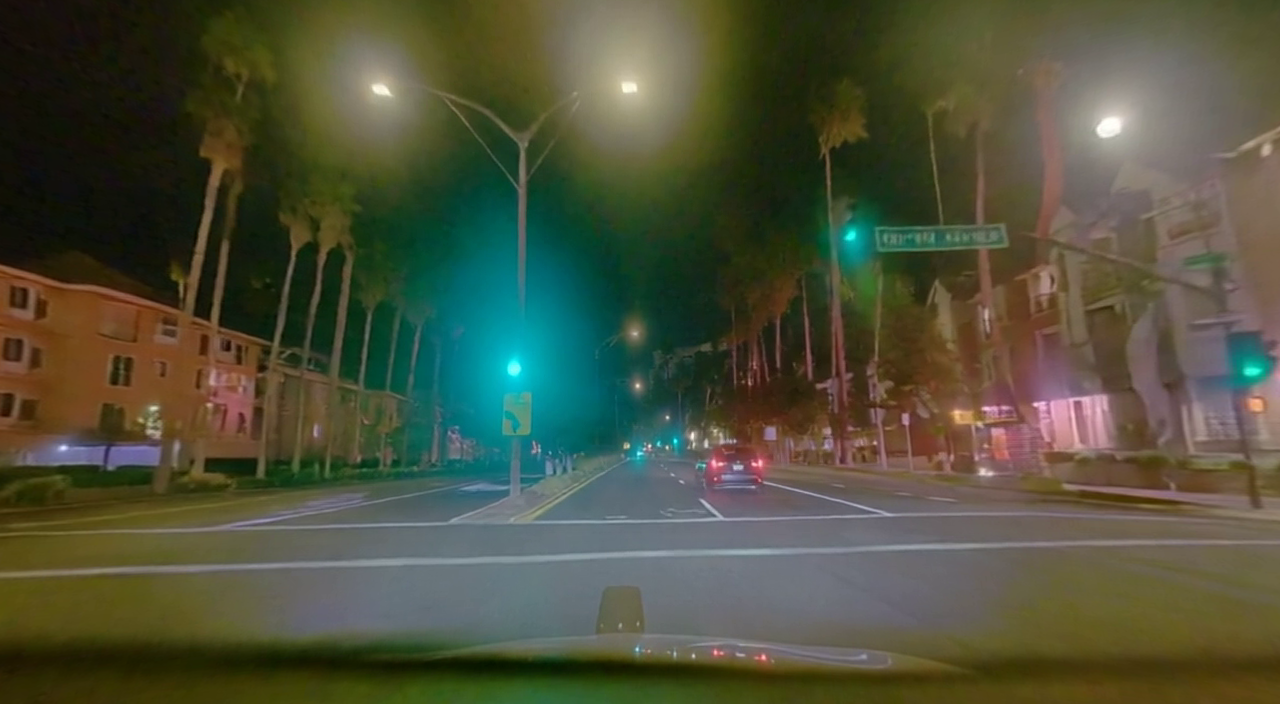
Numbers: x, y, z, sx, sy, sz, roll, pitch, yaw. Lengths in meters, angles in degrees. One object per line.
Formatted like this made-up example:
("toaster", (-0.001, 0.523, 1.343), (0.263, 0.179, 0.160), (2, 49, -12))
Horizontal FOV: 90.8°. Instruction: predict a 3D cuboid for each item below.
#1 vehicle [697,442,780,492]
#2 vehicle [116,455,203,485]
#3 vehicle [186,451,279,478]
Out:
("vehicle", (3.093, 3.710, 20.770), (1.964, 1.448, 4.295), (0, -8, -1))
("vehicle", (-32.754, 8.006, 43.312), (2.095, 1.837, 5.014), (0, -9, -2))
("vehicle", (-27.094, 7.496, 42.160), (4.734, 1.717, 2.095), (0, -8, 1))
